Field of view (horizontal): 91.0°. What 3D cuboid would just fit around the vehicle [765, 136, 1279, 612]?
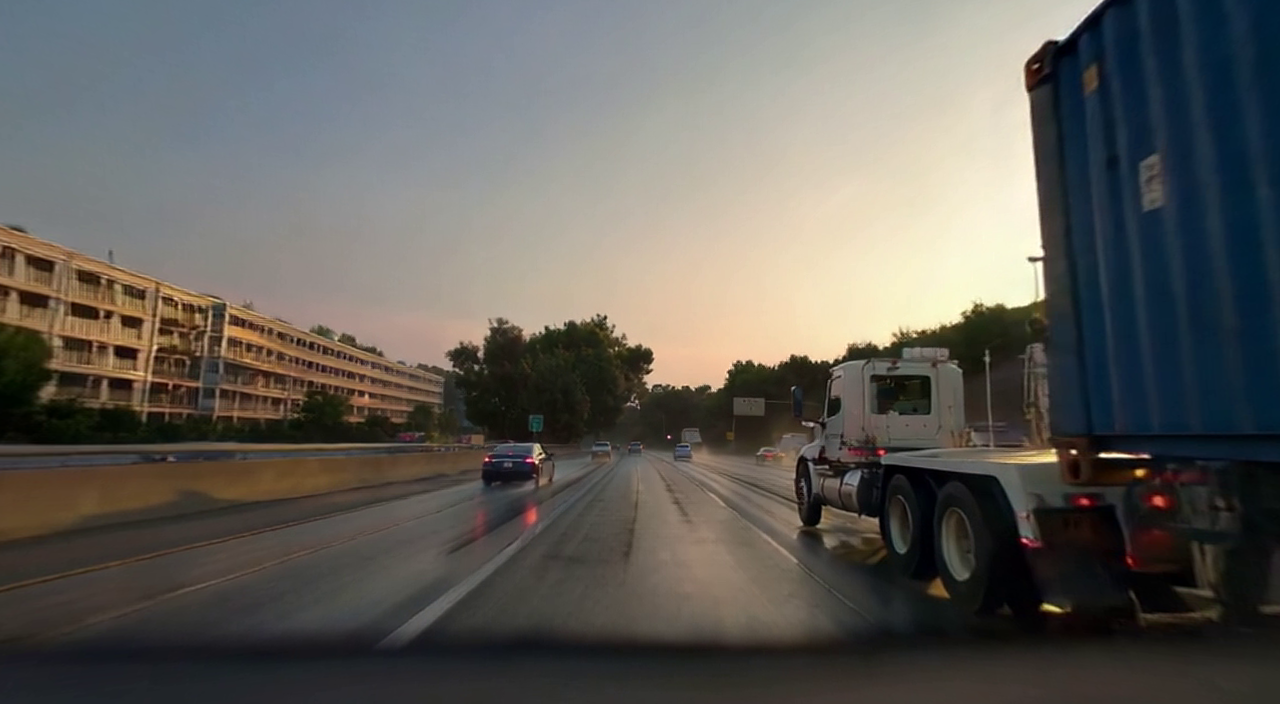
[{"bbox_3d":[3.790,0.551,8.167,3.089,3.779,6.420,0,-9,1],"label":"vehicle"}]

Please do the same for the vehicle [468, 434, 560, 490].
[{"bbox_3d":[-3.730,3.338,19.419,1.954,1.528,4.010,1,-9,0],"label":"vehicle"}]
